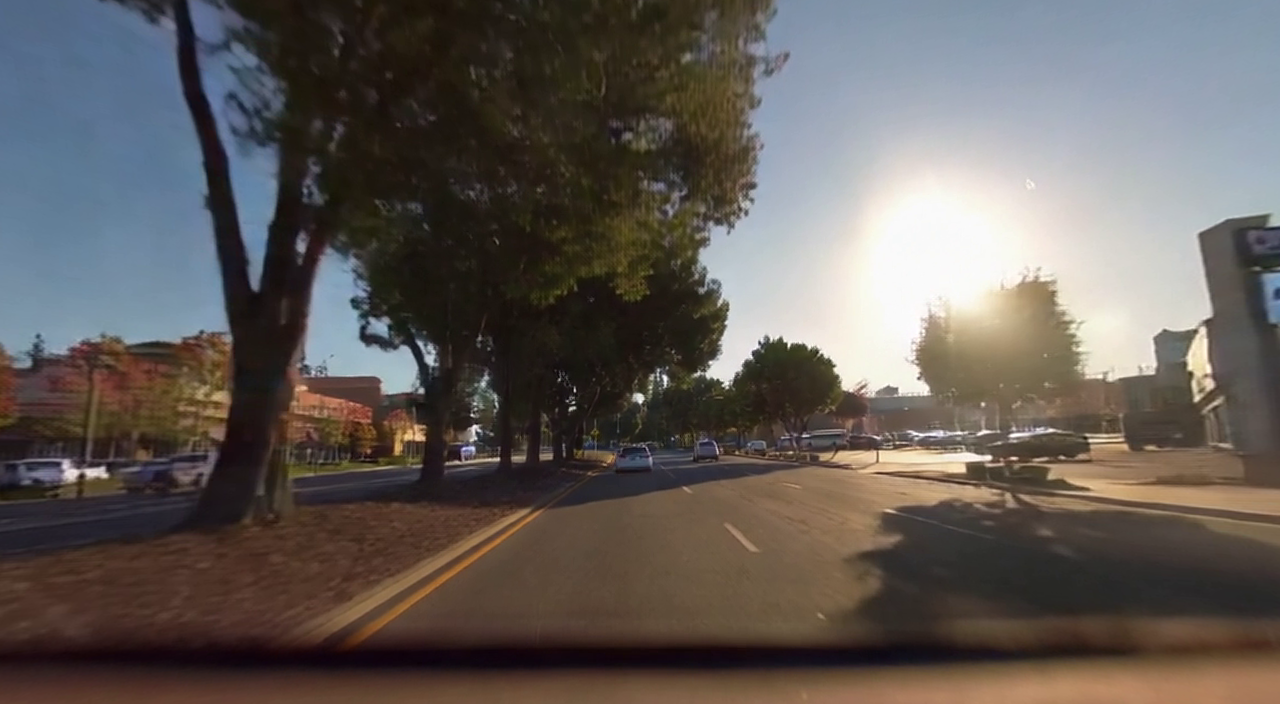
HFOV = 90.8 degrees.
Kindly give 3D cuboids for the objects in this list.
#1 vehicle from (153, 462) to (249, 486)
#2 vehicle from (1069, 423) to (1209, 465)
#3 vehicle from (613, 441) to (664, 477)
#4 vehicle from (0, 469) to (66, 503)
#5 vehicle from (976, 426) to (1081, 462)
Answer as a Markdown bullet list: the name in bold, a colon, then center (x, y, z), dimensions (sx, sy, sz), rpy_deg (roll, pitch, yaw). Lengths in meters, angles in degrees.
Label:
- **vehicle**: center (-29.196, 8.126, 42.158), dimensions (4.702, 1.471, 2.215), rpy_deg (0, -9, -1)
- **vehicle**: center (21.354, 3.987, 27.341), dimensions (2.136, 1.603, 4.534), rpy_deg (0, -9, -4)
- **vehicle**: center (-0.089, 4.729, 28.157), dimensions (2.126, 1.475, 3.967), rpy_deg (0, -9, -1)
- **vehicle**: center (-30.185, 6.323, 29.939), dimensions (4.125, 1.427, 2.000), rpy_deg (-1, -9, 5)
- **vehicle**: center (21.498, 5.147, 35.195), dimensions (2.015, 1.821, 4.696), rpy_deg (2, -9, -17)
